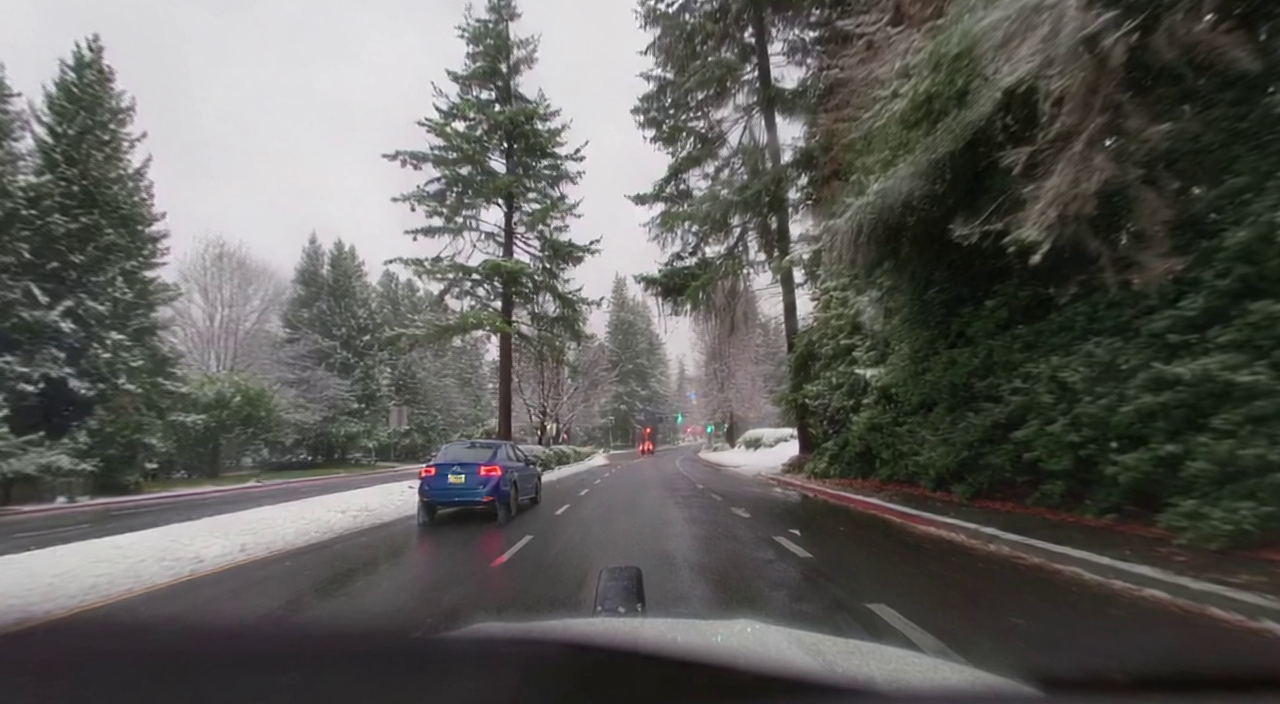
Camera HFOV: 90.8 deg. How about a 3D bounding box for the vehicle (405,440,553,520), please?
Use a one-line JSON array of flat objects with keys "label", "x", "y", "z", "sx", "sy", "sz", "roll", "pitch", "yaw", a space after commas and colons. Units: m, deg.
[{"label": "vehicle", "x": -3.370, "y": 2.782, "z": 14.322, "sx": 2.038, "sy": 1.486, "sz": 4.678, "roll": 0, "pitch": -9, "yaw": 1}]
